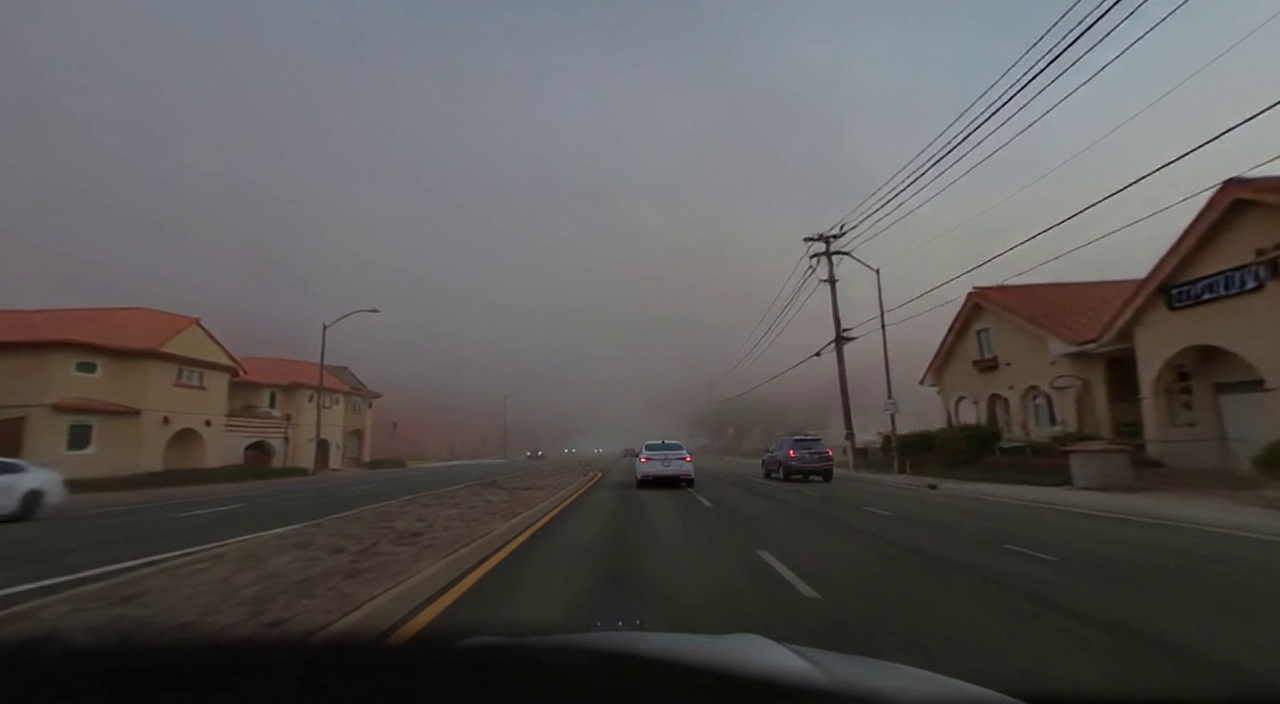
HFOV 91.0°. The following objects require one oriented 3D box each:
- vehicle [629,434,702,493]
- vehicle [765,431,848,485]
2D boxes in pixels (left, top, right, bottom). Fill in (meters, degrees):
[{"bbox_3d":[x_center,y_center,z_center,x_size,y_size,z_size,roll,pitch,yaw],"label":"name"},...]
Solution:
[{"bbox_3d":[0.733,3.592,20.644,2.138,1.702,4.168,0,-9,-1],"label":"vehicle"},{"bbox_3d":[6.338,4.086,24.523,2.061,1.889,4.268,0,-9,0],"label":"vehicle"}]
